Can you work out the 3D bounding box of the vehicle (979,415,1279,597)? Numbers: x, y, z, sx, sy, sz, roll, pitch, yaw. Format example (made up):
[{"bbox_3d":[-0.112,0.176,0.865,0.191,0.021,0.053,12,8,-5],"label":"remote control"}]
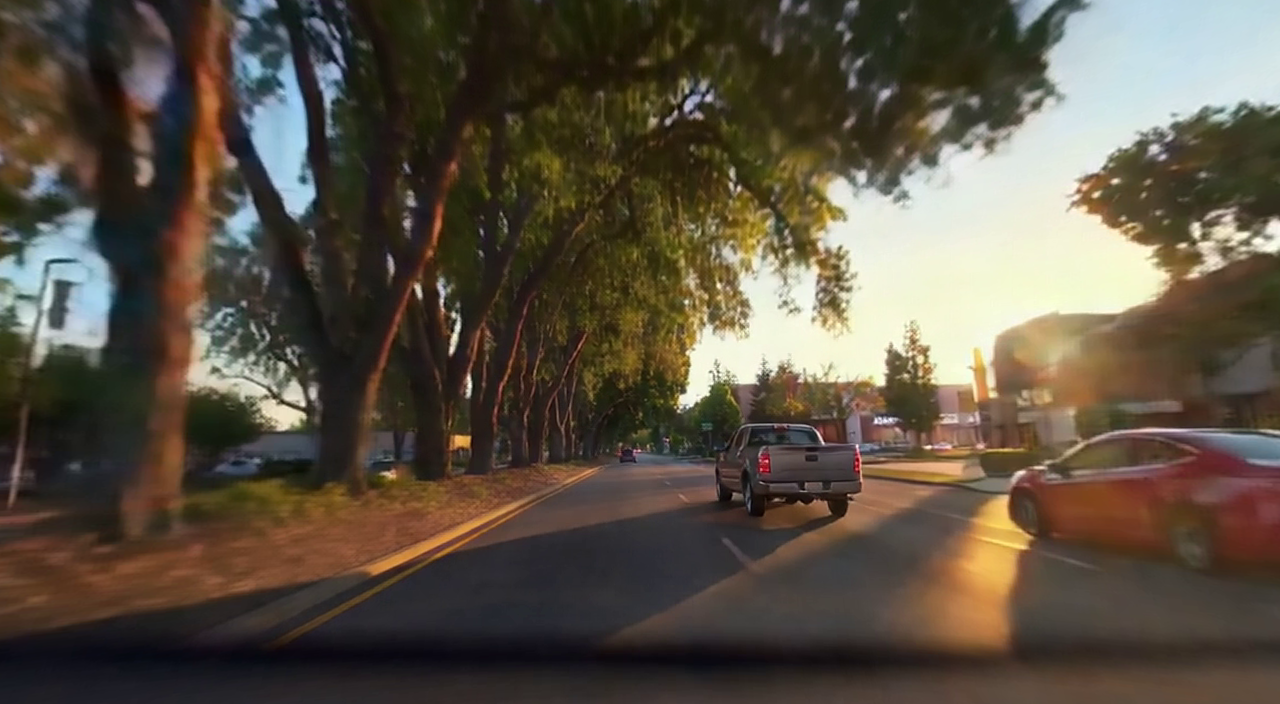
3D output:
[{"bbox_3d":[6.394,1.689,7.817,1.993,1.604,4.260,0,-8,0],"label":"vehicle"}]

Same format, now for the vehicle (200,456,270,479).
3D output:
[{"bbox_3d":[-30.020,8.581,46.861,3.749,1.600,2.011,0,-8,-2],"label":"vehicle"}]

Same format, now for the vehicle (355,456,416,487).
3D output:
[{"bbox_3d":[-14.006,6.586,35.031,1.835,1.487,4.201,0,-8,-3],"label":"vehicle"}]

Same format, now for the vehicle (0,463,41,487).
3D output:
[{"bbox_3d":[-41.998,8.046,41.442,3.565,1.451,1.715,0,-9,0],"label":"vehicle"}]

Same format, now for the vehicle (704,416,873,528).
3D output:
[{"bbox_3d":[2.718,2.364,13.080,2.138,1.836,5.245,0,-8,-1],"label":"vehicle"}]
